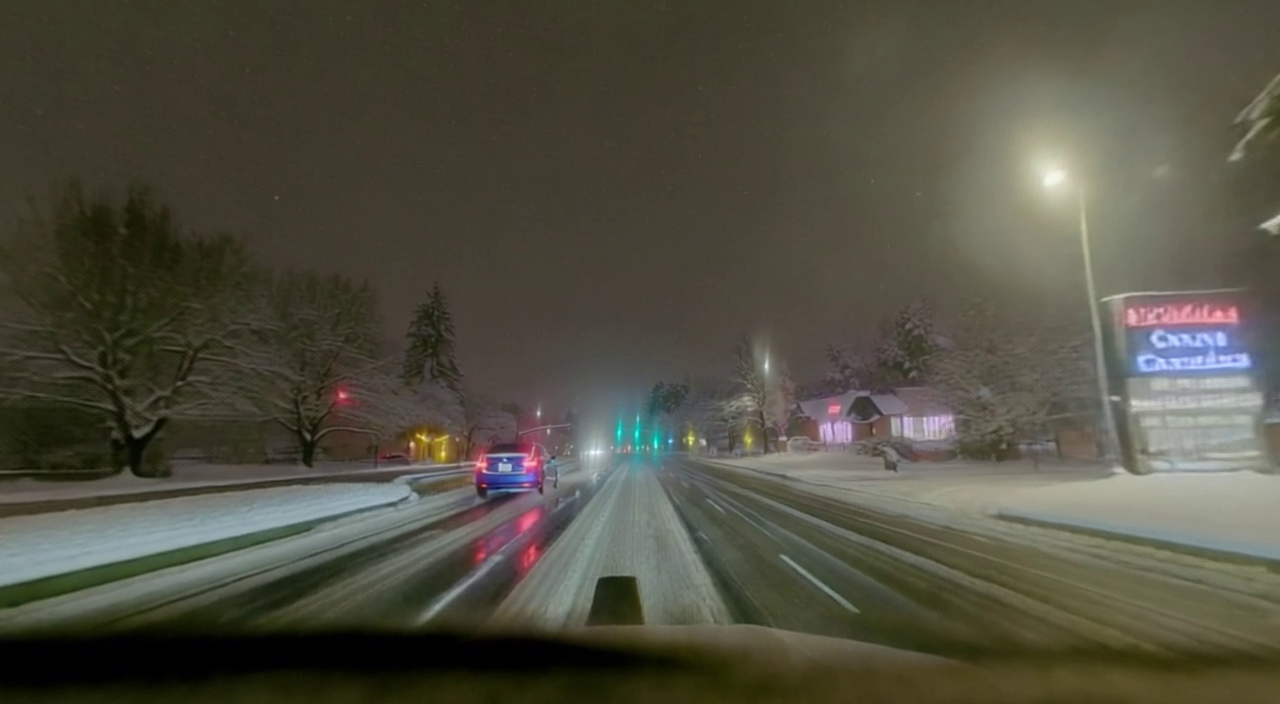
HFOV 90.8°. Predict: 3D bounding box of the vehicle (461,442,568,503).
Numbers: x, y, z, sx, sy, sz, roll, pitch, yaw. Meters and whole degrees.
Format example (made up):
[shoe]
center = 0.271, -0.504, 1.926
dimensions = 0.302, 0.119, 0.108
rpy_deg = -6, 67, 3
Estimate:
[vehicle]
center = -3.277, 3.228, 17.407
dimensions = 2.005, 1.477, 4.169
rpy_deg = 0, -8, 1
